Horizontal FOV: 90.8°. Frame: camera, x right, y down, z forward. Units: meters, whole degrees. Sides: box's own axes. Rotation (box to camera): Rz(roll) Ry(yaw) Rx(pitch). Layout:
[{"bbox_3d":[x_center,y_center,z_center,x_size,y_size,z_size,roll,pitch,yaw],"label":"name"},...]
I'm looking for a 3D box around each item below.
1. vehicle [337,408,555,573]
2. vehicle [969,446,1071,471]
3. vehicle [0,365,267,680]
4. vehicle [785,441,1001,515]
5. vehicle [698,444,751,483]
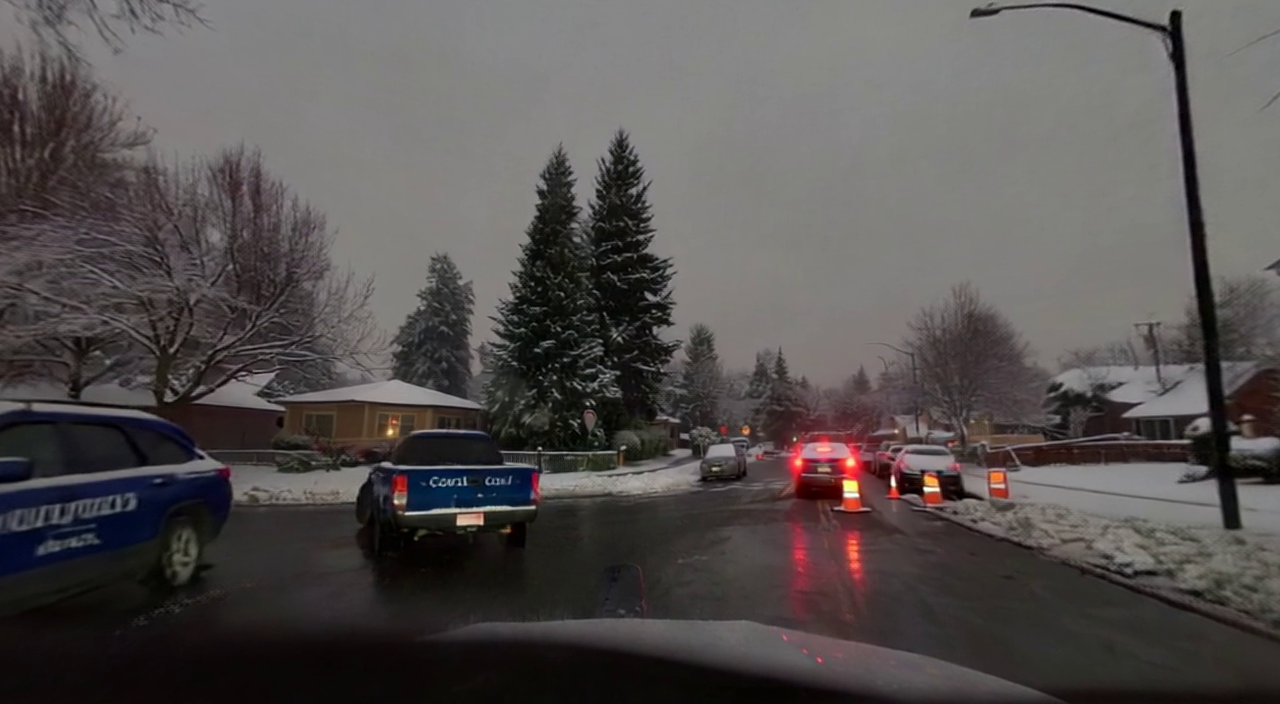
[{"bbox_3d":[-2.991,1.827,9.147,2.350,1.748,4.094,4,-9,-24],"label":"vehicle"},{"bbox_3d":[23.774,6.668,39.694,5.066,1.534,1.905,-2,-9,11],"label":"vehicle"},{"bbox_3d":[-5.284,1.183,4.778,2.471,1.892,4.952,1,-9,-9],"label":"vehicle"},{"bbox_3d":[6.319,3.091,15.967,4.656,1.577,2.099,1,-8,-15],"label":"vehicle"},{"bbox_3d":[4.246,5.446,31.232,2.014,1.742,4.297,-2,-9,15],"label":"vehicle"}]
